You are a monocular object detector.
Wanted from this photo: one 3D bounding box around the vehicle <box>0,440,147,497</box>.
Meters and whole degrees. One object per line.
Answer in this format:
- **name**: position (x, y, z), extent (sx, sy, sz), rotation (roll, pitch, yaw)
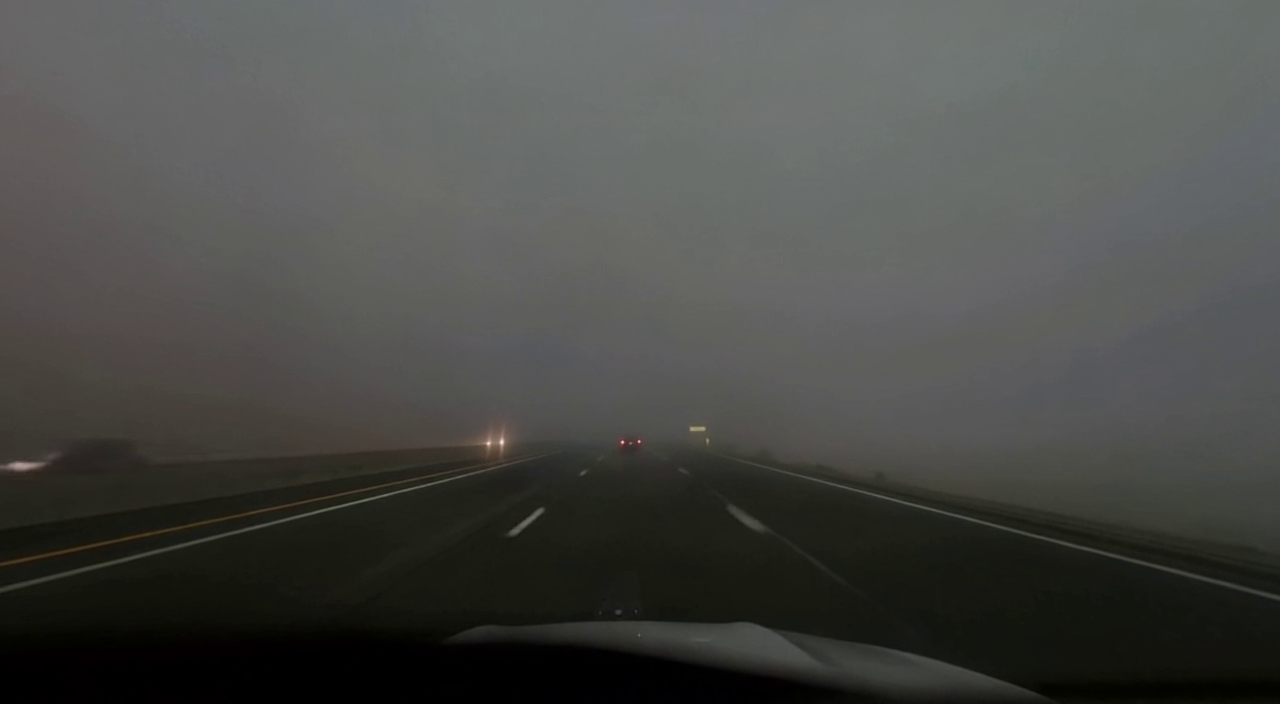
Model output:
- **vehicle**: position (-17.970, 3.505, 19.522), extent (1.875, 1.515, 4.299), rotation (0, -8, 0)
